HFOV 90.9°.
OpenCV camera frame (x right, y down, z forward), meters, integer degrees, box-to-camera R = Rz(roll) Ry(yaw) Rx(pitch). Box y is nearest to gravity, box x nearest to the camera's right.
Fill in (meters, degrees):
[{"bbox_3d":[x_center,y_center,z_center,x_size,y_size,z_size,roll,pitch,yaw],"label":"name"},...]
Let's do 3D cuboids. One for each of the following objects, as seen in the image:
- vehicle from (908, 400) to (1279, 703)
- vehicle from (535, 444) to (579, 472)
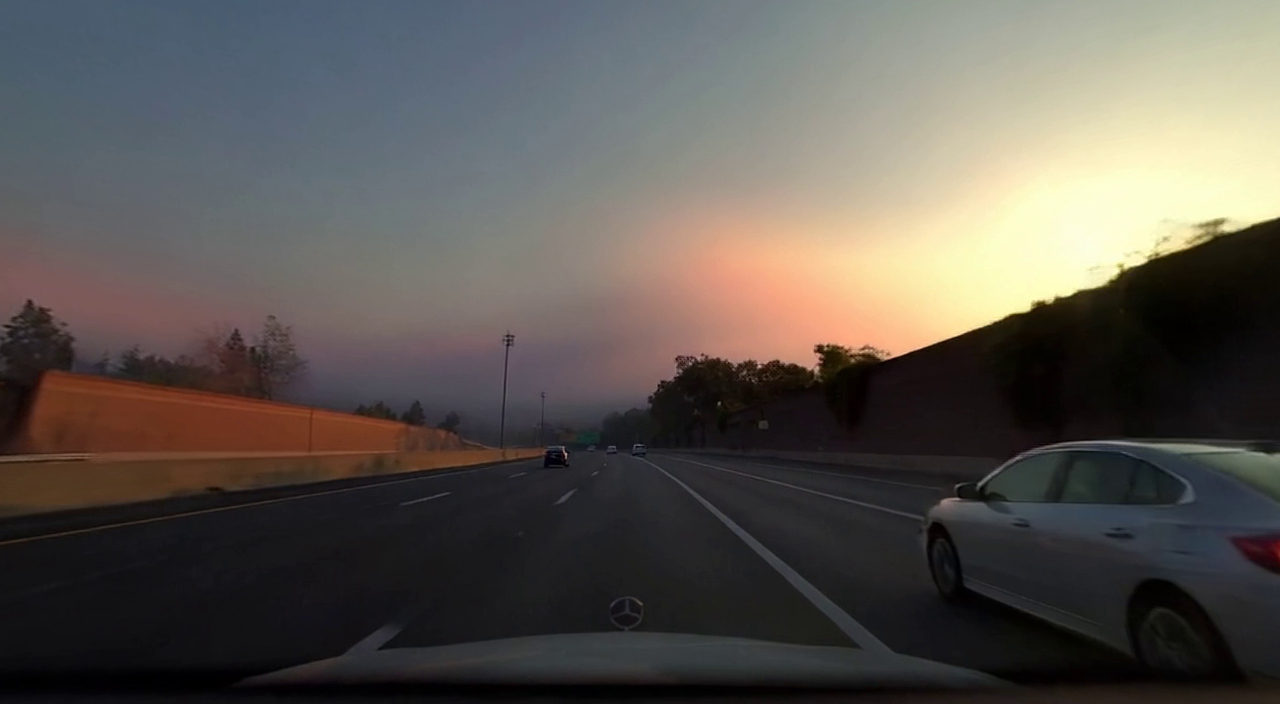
[{"bbox_3d":[3.281,1.012,2.878,2.030,1.490,4.737,0,-8,0],"label":"vehicle"},{"bbox_3d":[-4.665,6.016,36.040,2.014,1.481,4.156,0,-8,-1],"label":"vehicle"}]
